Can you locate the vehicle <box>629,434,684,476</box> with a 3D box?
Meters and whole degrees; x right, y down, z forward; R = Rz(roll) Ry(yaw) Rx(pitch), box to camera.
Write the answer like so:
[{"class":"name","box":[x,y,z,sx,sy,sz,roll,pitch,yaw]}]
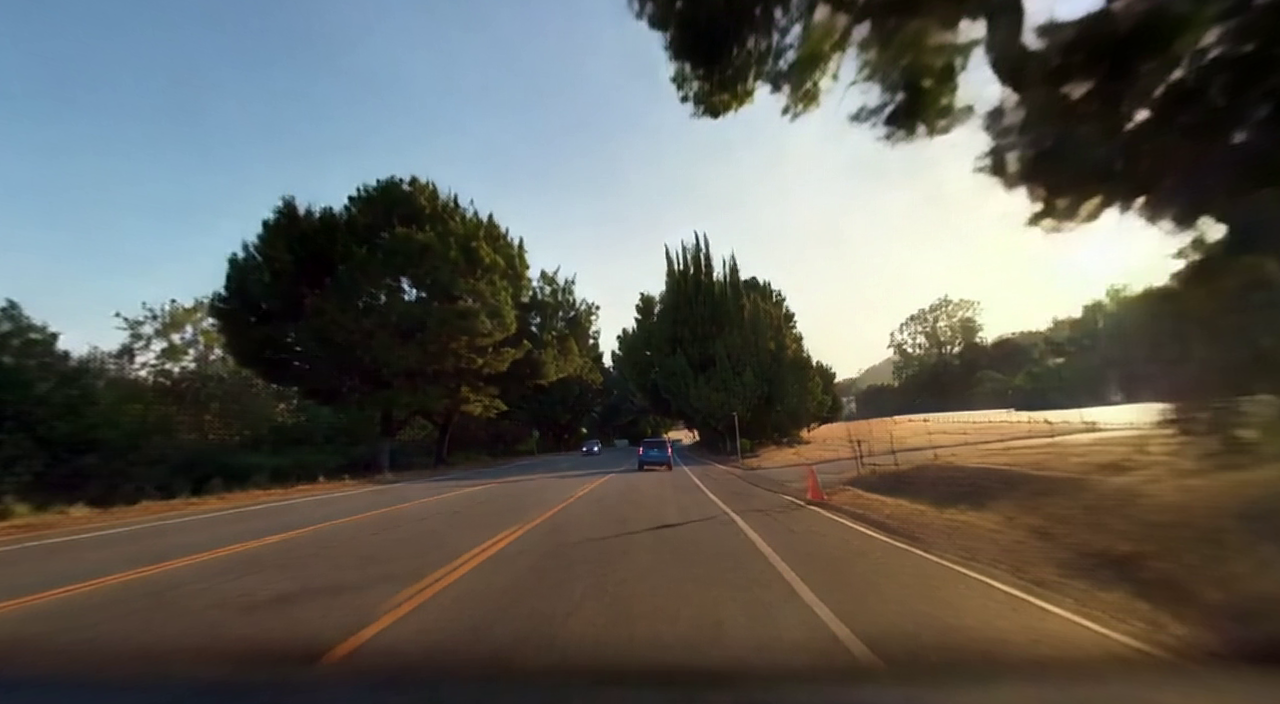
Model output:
[{"class":"vehicle","box":[0.737,4.622,28.585,2.294,1.708,4.110,0,-8,2]}]
